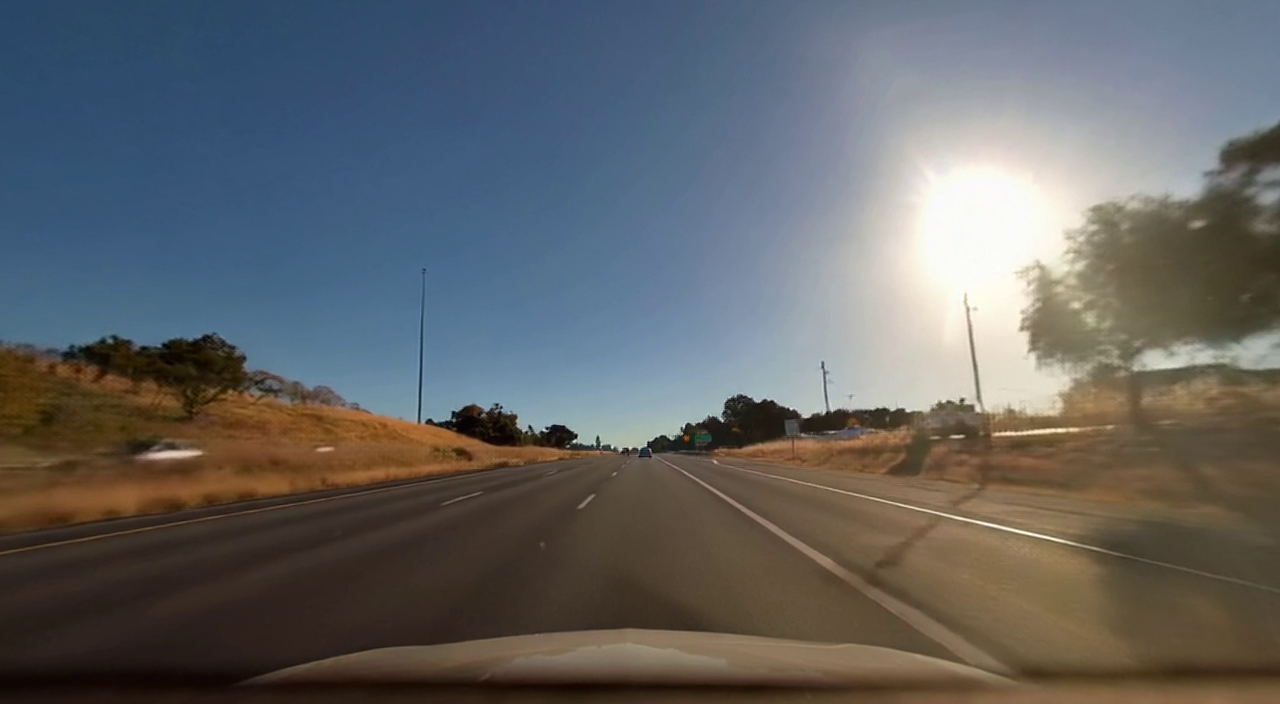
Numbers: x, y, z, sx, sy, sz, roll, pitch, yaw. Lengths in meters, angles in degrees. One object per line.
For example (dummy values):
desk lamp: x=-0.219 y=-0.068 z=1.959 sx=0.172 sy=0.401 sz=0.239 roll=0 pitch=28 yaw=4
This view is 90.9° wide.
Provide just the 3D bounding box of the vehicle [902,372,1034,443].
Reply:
vehicle: x=17.195 y=3.162 z=33.850 sx=2.821 sy=3.355 sz=7.583 roll=0 pitch=-8 yaw=-1

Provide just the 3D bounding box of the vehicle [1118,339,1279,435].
vehicle: x=24.786 y=1.723 z=26.291 sx=3.216 sy=3.341 sz=8.290 roll=0 pitch=-8 yaw=1
